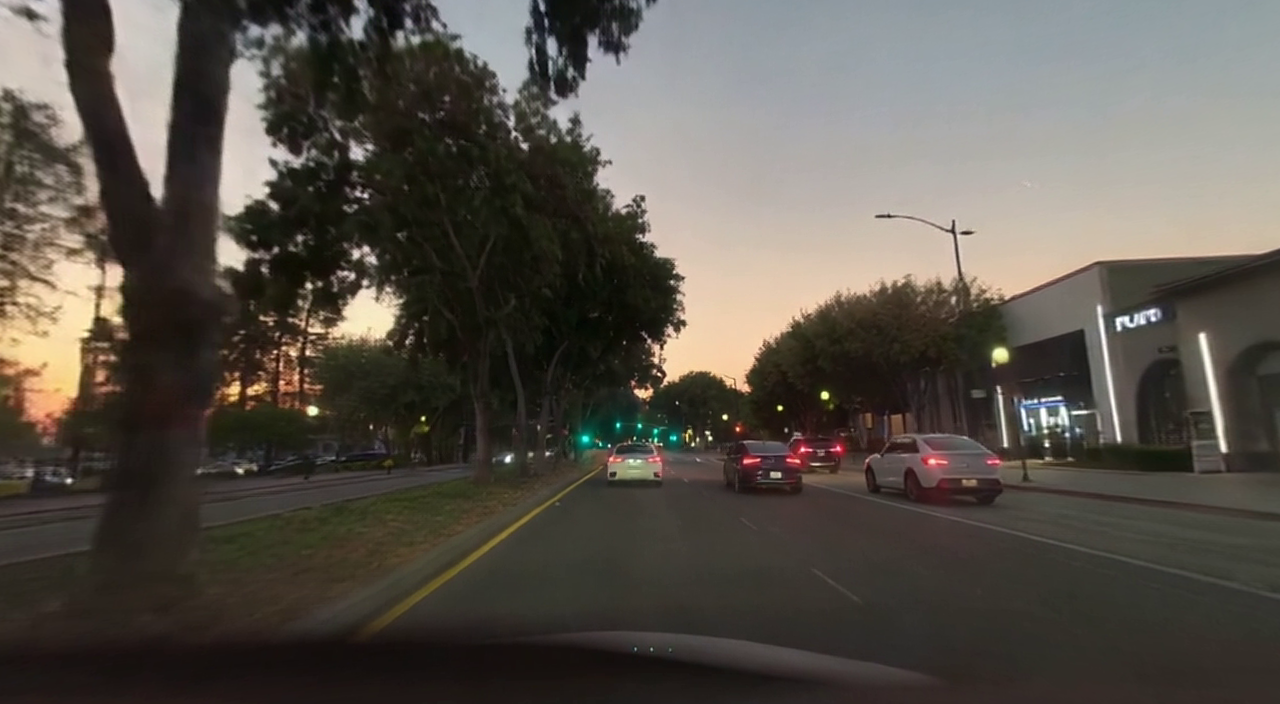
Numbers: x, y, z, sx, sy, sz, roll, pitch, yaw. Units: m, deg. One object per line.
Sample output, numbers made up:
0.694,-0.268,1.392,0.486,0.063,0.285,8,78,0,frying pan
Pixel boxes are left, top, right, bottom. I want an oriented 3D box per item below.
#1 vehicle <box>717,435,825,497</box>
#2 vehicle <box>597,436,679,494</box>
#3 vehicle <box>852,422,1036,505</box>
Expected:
3.431,3.068,17.383,1.993,1.477,4.240,0,-9,-1,vehicle
-0.091,3.186,18.227,2.101,1.444,4.248,0,-9,-1,vehicle
7.186,2.701,15.664,2.052,1.708,4.842,0,-9,-1,vehicle
